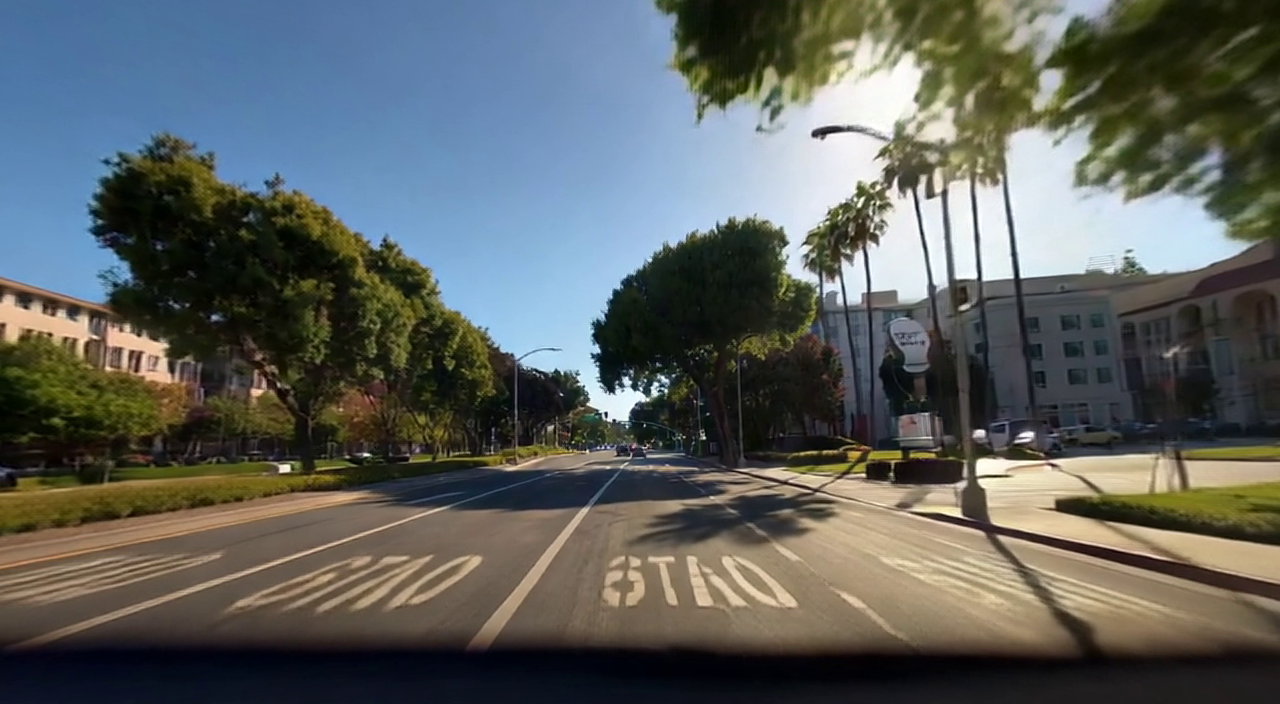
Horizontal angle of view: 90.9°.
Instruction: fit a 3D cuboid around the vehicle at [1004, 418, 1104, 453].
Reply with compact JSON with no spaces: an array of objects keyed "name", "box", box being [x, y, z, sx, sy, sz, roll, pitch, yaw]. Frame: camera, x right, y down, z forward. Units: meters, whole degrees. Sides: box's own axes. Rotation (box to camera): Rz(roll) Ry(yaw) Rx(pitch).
[{"name":"vehicle","box":[22.877,4.677,35.104,2.222,1.818,5.099,0,-8,2]}]
